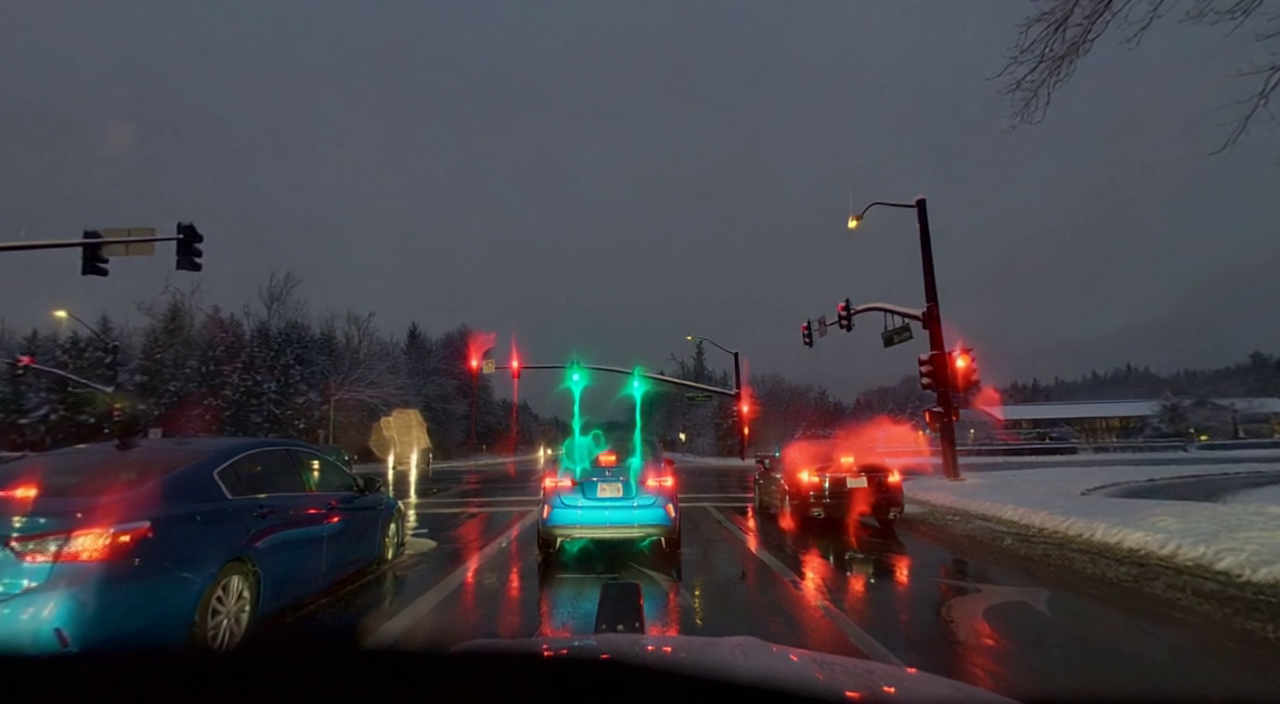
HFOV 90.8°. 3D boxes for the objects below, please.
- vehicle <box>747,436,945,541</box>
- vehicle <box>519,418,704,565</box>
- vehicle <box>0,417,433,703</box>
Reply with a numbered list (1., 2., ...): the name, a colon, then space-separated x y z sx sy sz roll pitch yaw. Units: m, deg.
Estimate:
1. vehicle: 3.293 2.260 11.189 1.970 1.449 4.433 0 -8 -1
2. vehicle: -0.347 1.830 8.975 2.038 1.599 3.844 0 -8 -1
3. vehicle: -3.580 1.408 5.504 2.052 1.472 4.479 0 -8 0
